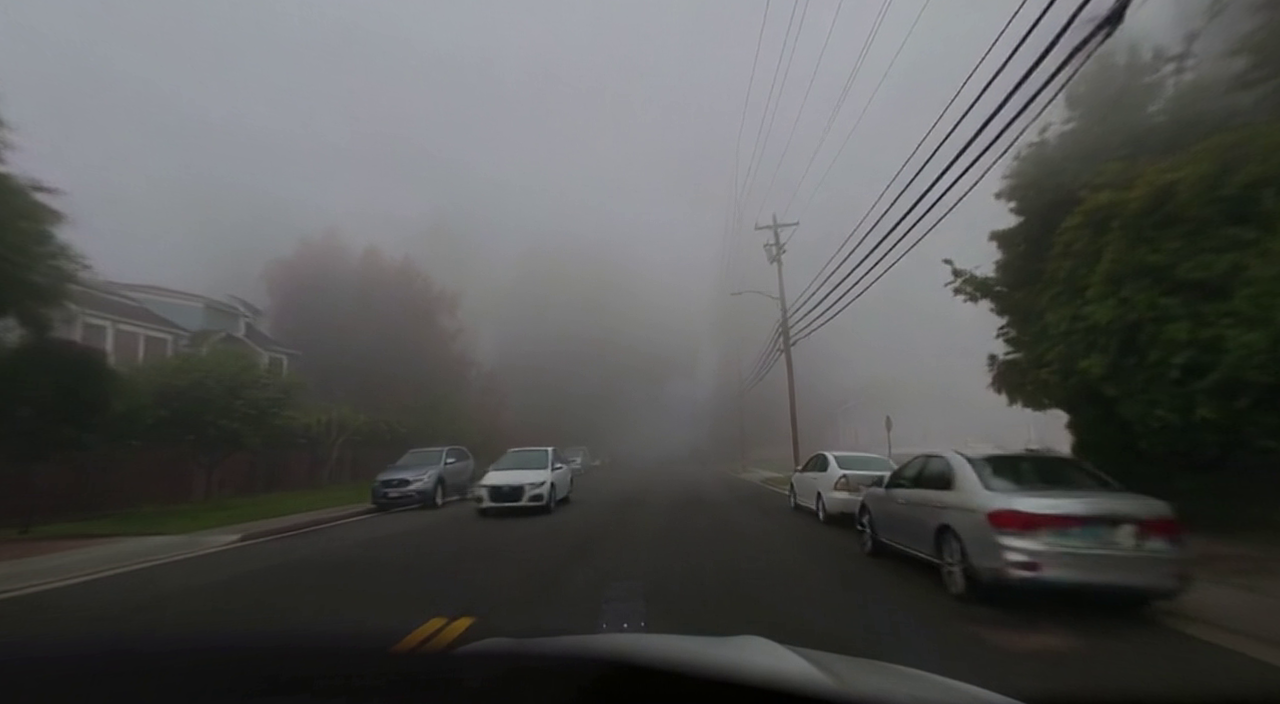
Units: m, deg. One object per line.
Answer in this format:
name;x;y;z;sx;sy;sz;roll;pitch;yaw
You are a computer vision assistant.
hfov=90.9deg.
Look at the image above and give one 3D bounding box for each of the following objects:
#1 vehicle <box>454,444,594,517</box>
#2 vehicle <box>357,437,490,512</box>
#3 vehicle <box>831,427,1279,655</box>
vehicle;-2.519;2.937;15.024;2.079;1.441;4.541;-1;-8;6
vehicle;-5.861;3.322;17.690;2.027;1.695;4.437;-4;-8;2
vehicle;3.597;1.590;6.529;2.014;1.482;4.599;0;-8;3
